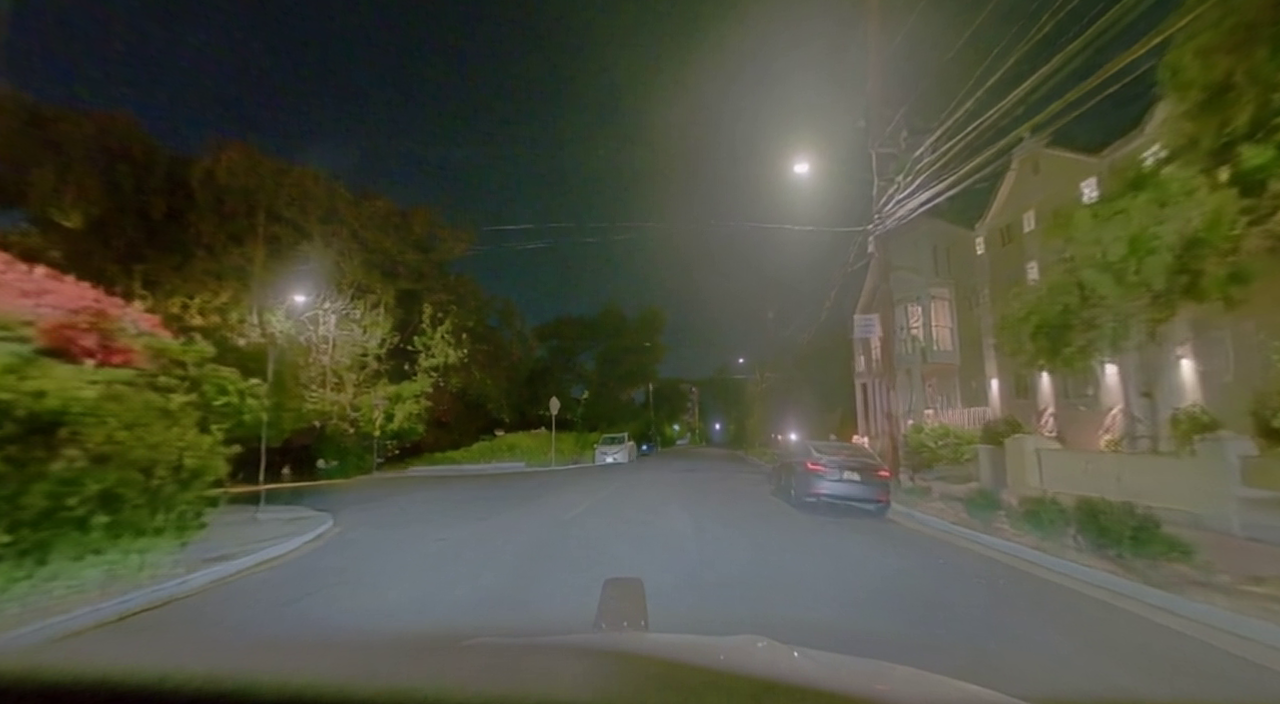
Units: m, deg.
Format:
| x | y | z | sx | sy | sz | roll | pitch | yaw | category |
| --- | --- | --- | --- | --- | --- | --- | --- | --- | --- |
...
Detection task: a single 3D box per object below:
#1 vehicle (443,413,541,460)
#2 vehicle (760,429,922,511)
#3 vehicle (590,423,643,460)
| x | y | z | sx | sy | sz | roll | pitch | yaw | category |
| --- | --- | --- | --- | --- | --- | --- | --- | --- | --- |
| -9.310 | 5.385 | 40.068 | 5.828 | 2.818 | 2.231 | 2 | -8 | -12 | vehicle |
| 4.099 | 2.492 | 13.924 | 2.151 | 1.468 | 5.066 | 0 | -8 | 3 | vehicle |
| -1.235 | 5.229 | 36.782 | 2.463 | 1.951 | 5.794 | -1 | -8 | 4 | vehicle |
